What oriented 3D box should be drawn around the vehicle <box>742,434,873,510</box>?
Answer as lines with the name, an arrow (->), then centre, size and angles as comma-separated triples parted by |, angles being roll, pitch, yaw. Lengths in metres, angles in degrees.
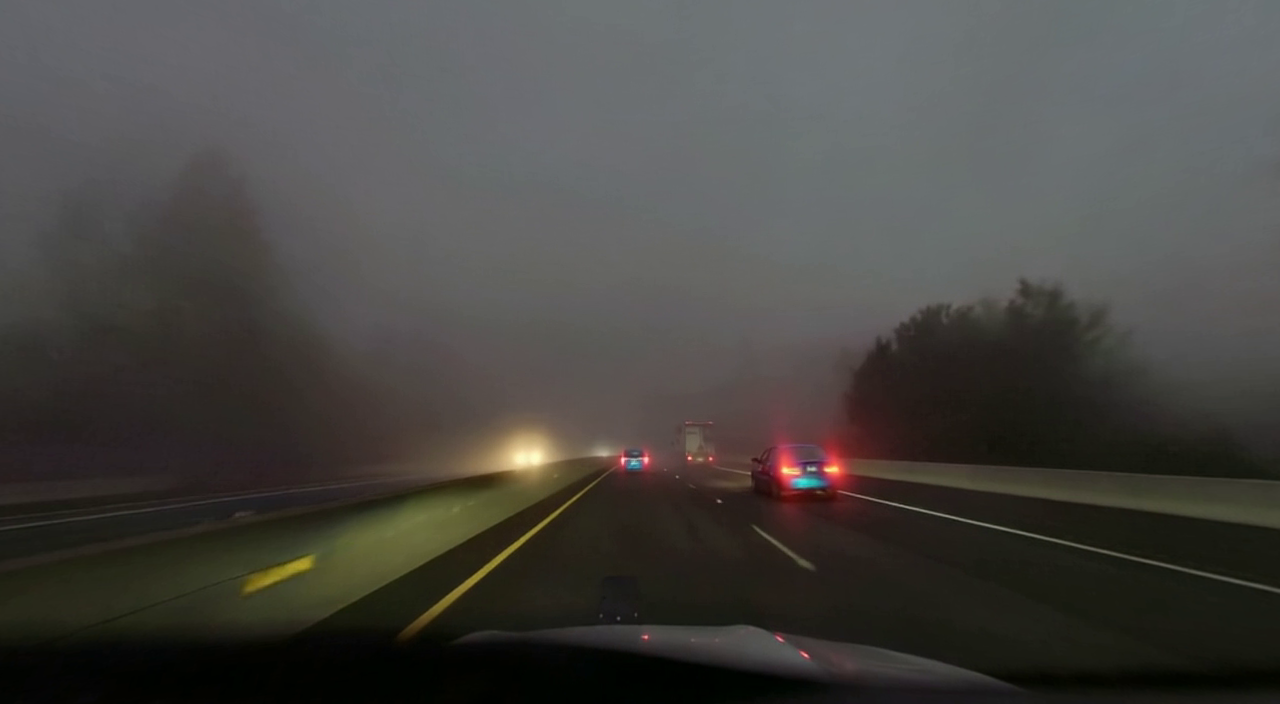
vehicle -> 3.837, 2.827, 15.187 | 1.953, 1.540, 4.101 | 0, -9, -1

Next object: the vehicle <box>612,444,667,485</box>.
vehicle -> -0.036, 4.526, 25.468 | 2.066, 1.490, 3.759 | 0, -9, -1
